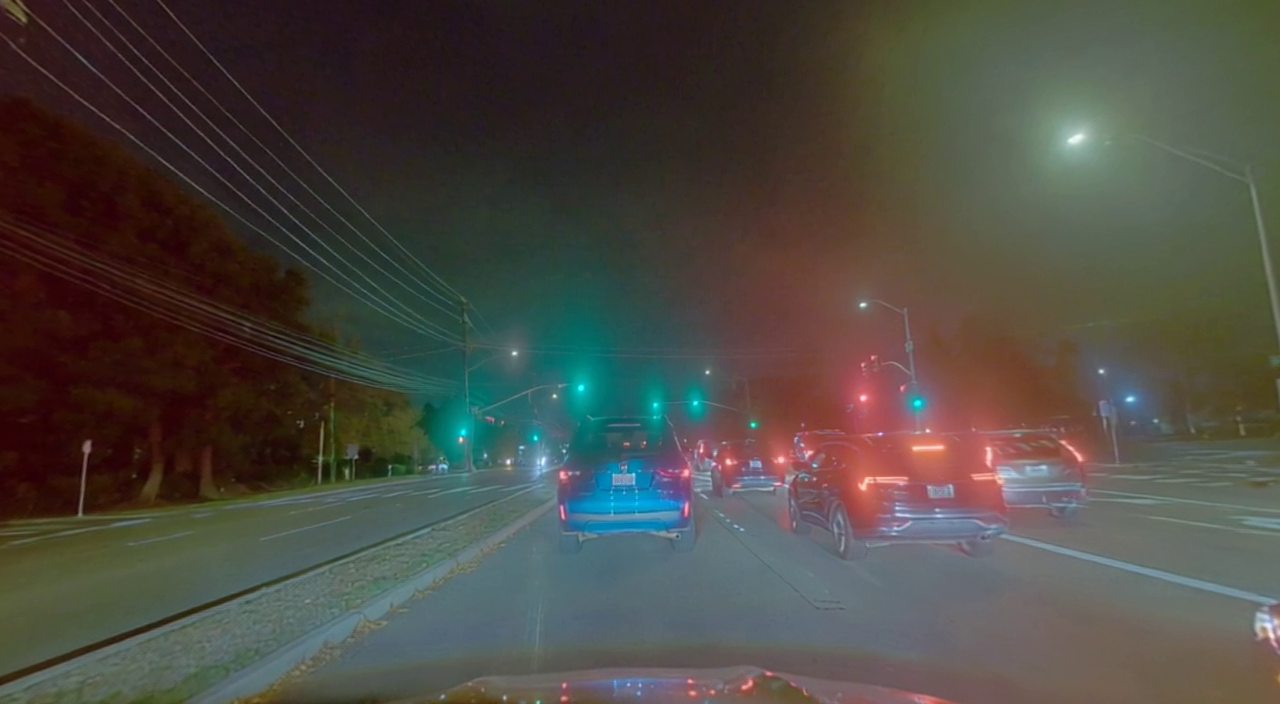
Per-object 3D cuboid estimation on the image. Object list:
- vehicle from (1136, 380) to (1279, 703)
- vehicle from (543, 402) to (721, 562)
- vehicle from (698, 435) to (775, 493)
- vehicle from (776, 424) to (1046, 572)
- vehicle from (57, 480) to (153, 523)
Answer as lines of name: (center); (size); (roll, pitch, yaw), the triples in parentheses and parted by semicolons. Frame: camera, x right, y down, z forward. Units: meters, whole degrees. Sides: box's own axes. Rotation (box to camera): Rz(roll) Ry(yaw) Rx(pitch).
vehicle: (3.282, 0.629, 0.735); (1.889, 1.517, 4.308); (0, -9, 0)
vehicle: (-0.141, 1.957, 10.173); (2.231, 1.998, 4.254); (0, -9, -1)
vehicle: (3.161, 3.755, 21.556); (1.915, 1.765, 4.047); (0, -9, -1)
vehicle: (3.430, 1.919, 9.132); (1.880, 1.579, 4.401); (0, -9, -1)
vehicle: (-26.390, 7.393, 31.168); (4.526, 1.715, 1.989); (-10, -13, 28)
